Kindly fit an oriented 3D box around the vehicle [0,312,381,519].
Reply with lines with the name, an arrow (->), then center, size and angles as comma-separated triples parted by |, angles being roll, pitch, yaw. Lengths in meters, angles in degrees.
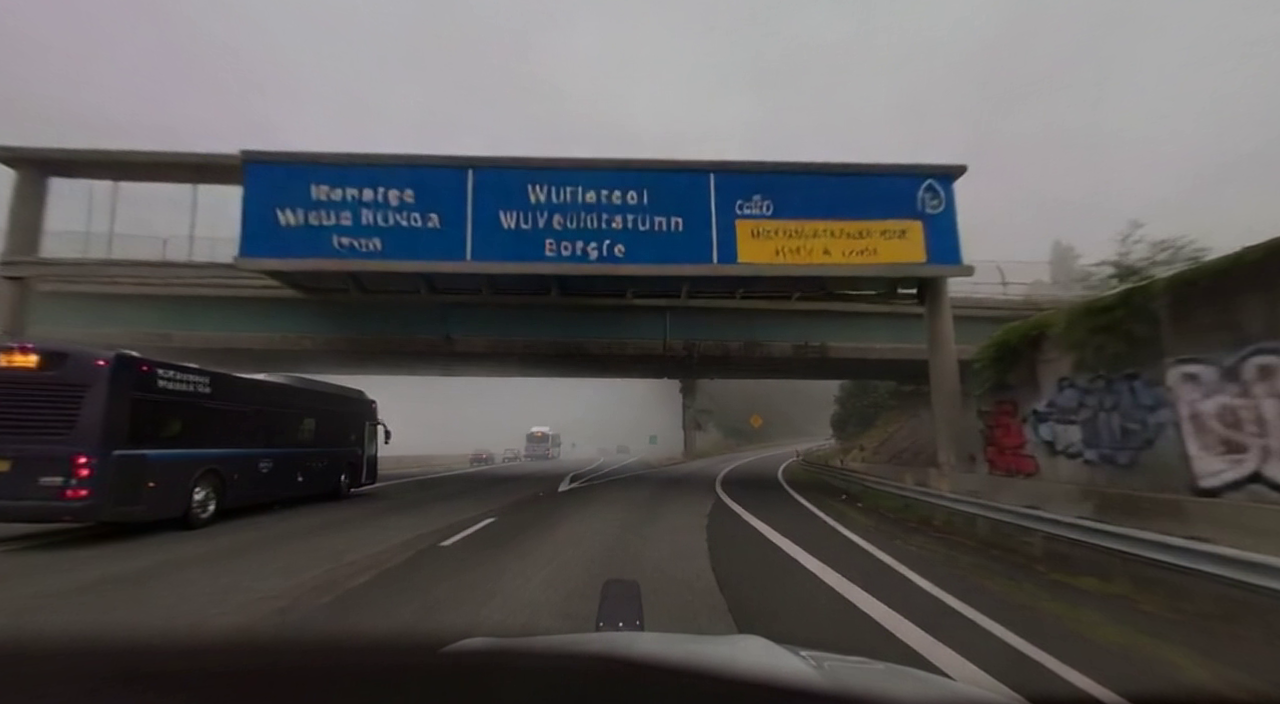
vehicle -> -11.411, 2.068, 17.636 | 2.986, 3.574, 13.570 | 0, -9, -2
